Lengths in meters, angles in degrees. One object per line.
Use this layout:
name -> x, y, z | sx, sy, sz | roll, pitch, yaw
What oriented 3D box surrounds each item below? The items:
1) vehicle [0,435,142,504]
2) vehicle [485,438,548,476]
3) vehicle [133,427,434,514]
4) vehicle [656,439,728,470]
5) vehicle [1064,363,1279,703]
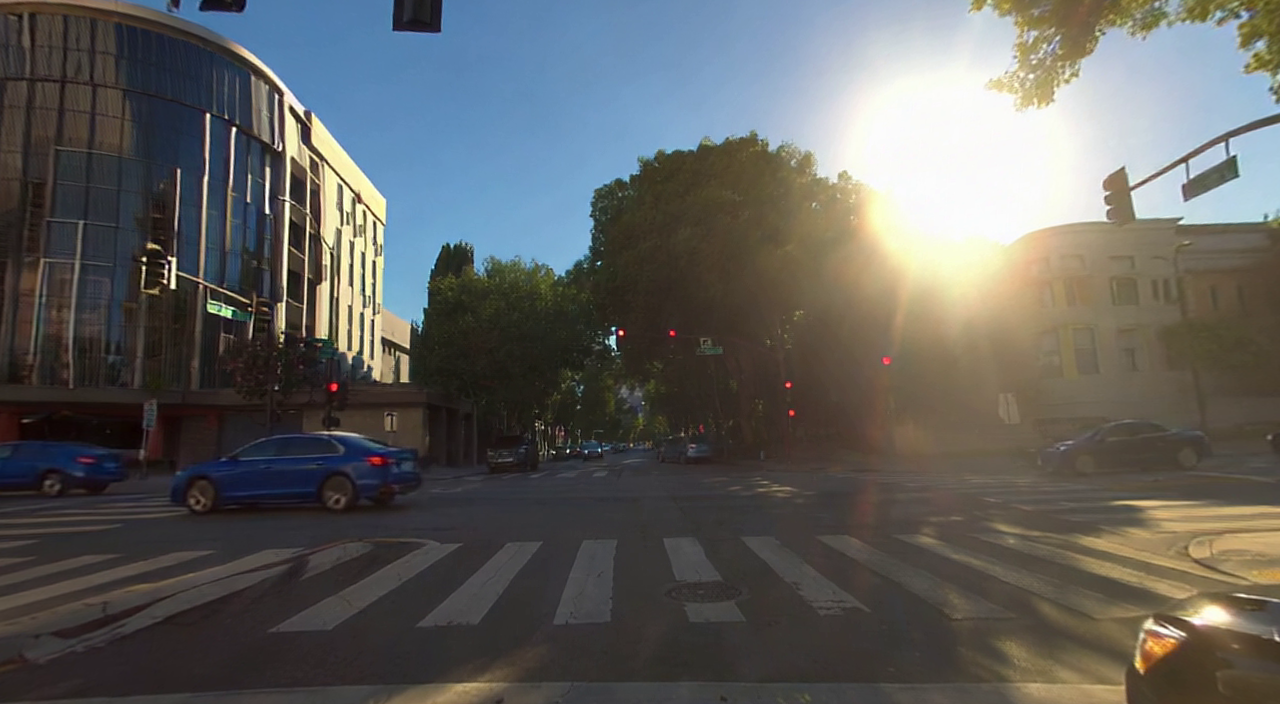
vehicle -> -17.013, 3.230, 17.481 | 4.565, 1.769, 1.940 | 0, -8, -1
vehicle -> -5.959, 5.087, 30.800 | 2.115, 1.690, 4.322 | 0, -8, 1
vehicle -> -7.561, 2.550, 13.769 | 5.369, 1.704, 1.993 | 0, -8, 1
vehicle -> 2.545, 5.193, 32.109 | 2.031, 1.442, 4.446 | 3, -9, -19
vehicle -> 2.875, 0.673, 0.838 | 1.947, 1.576, 3.825 | 0, -8, 1
